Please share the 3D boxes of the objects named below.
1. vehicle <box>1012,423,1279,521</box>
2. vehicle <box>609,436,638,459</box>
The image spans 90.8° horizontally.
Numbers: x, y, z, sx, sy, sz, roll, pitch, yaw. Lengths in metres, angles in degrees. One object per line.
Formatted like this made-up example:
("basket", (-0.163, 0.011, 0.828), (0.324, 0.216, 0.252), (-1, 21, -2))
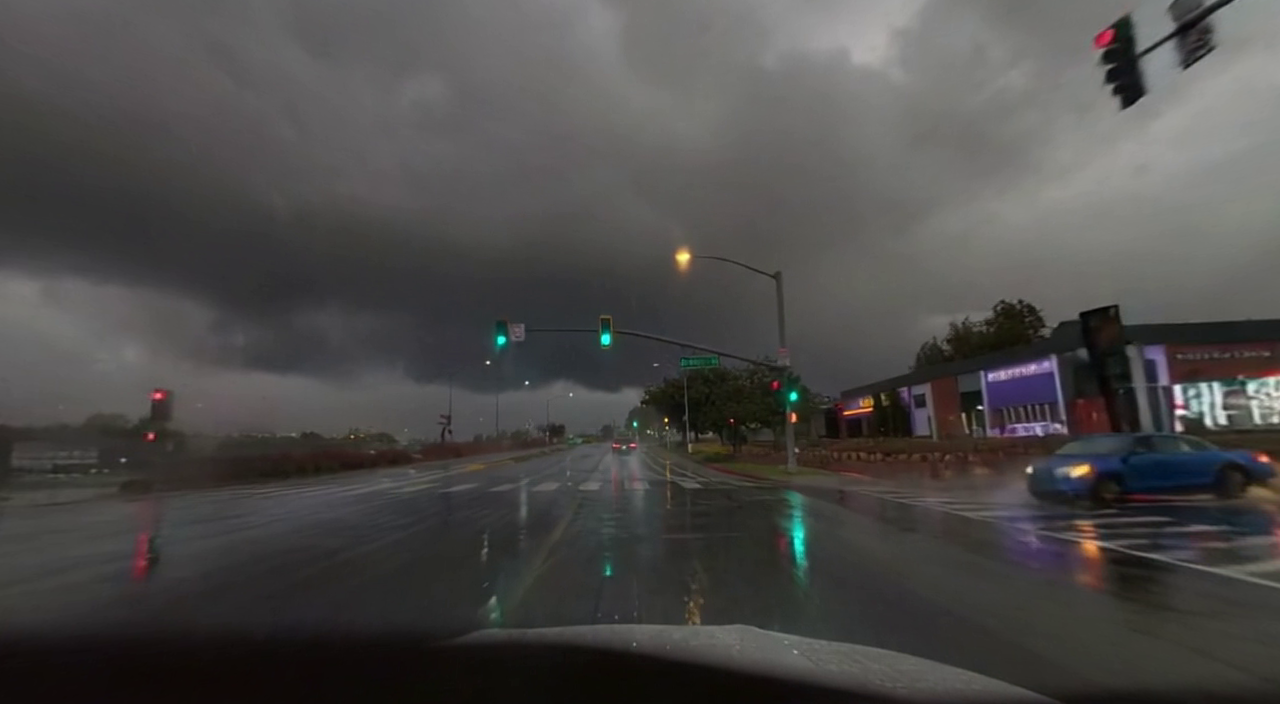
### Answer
("vehicle", (9.490, 2.037, 10.982), (4.794, 1.511, 1.992), (0, -9, -3))
("vehicle", (-1.223, 7.140, 47.392), (2.024, 1.628, 4.774), (0, -9, -1))
